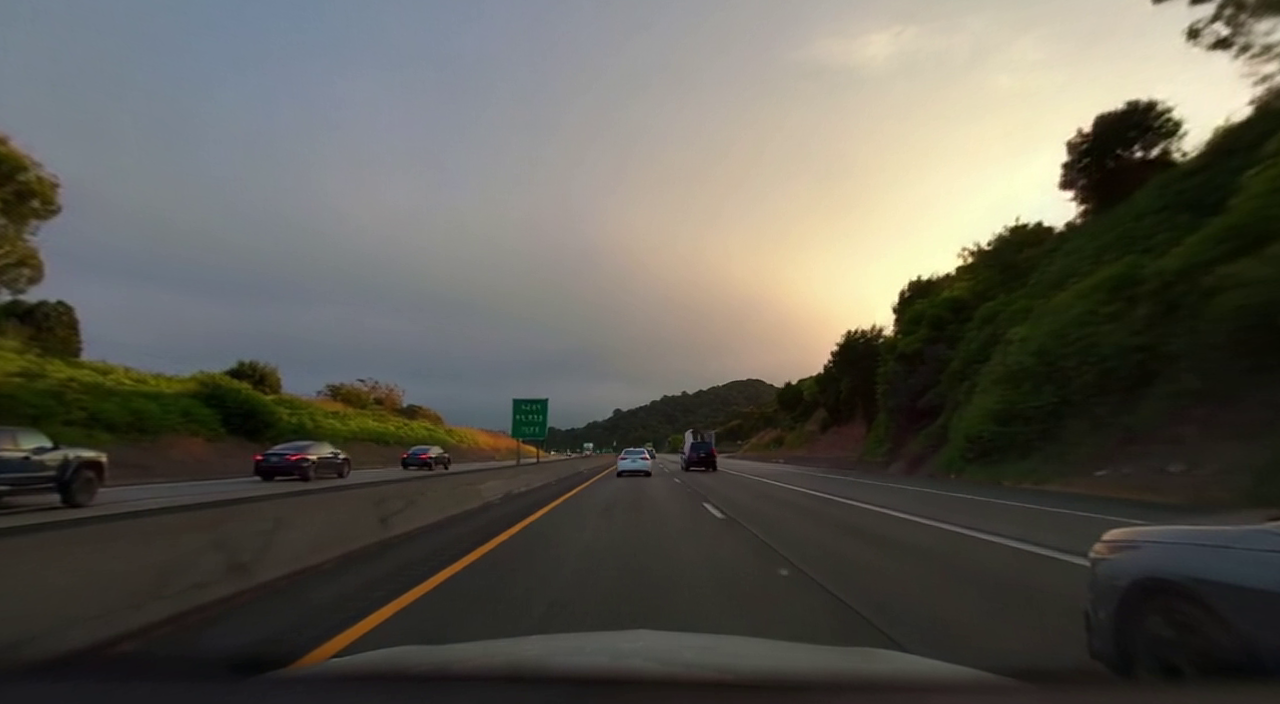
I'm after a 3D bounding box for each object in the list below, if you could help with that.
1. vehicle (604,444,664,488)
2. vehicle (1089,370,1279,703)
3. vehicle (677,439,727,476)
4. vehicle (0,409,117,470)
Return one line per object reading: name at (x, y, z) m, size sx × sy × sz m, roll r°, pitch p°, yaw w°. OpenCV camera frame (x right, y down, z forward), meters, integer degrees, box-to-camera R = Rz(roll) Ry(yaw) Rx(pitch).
vehicle at (-0.209, 4.052, 22.638) m, size 1.970 × 1.441 × 3.846 m, roll 0°, pitch -9°, yaw 0°
vehicle at (3.086, 0.586, 0.495) m, size 1.997 × 1.534 × 4.664 m, roll 0°, pitch -9°, yaw 0°
vehicle at (3.074, 5.359, 32.088) m, size 2.048 × 1.704 × 4.284 m, roll 0°, pitch -9°, yaw -1°
vehicle at (-36.565, 4.783, 34.072) m, size 2.886 × 3.282 × 16.757 m, roll -2°, pitch -7°, yaw -2°
